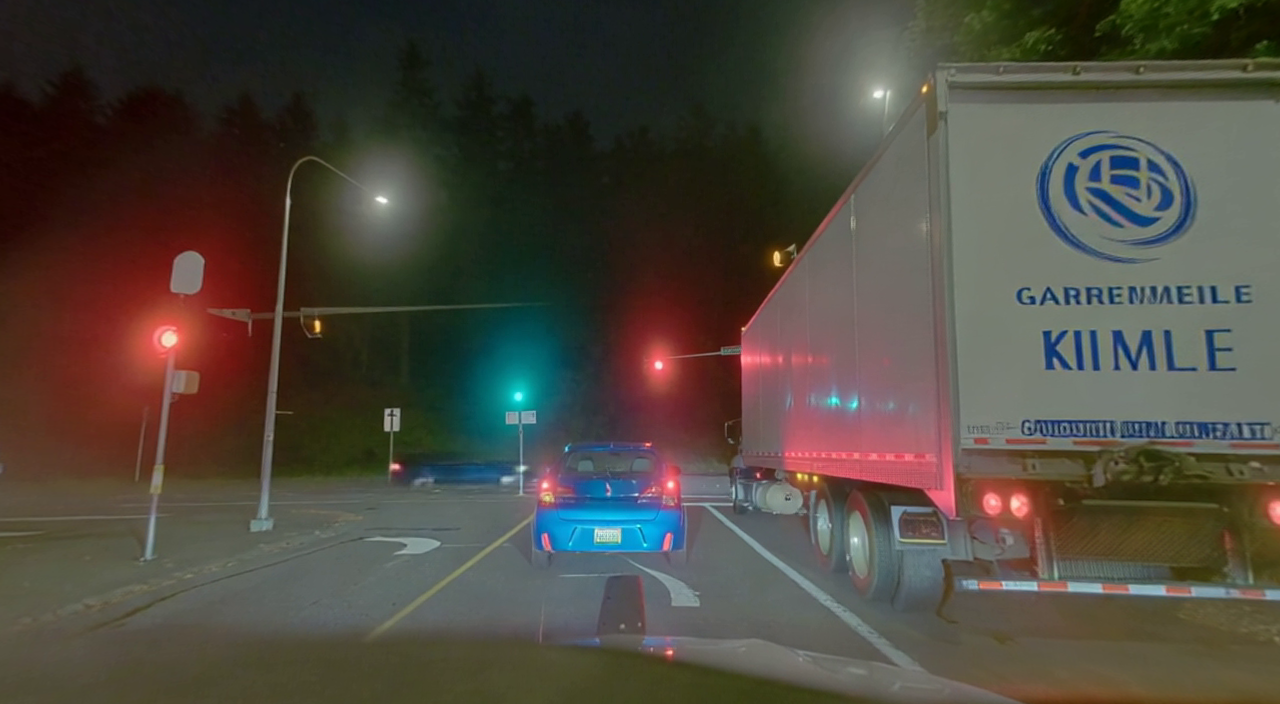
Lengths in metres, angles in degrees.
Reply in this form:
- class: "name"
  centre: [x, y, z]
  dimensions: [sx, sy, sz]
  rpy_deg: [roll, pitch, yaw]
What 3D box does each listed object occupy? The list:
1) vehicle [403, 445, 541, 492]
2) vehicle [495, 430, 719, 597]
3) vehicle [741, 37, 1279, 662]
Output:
- class: "vehicle"
  centre: [-6.242, 4.376, 23.989]
  dimensions: [4.839, 1.659, 1.877]
  rpy_deg: [1, -9, -8]
- class: "vehicle"
  centre: [-0.329, 1.709, 7.424]
  dimensions: [1.975, 1.457, 3.526]
  rpy_deg: [0, -9, -1]
- class: "vehicle"
  centre: [3.515, 0.595, 8.575]
  dimensions: [2.884, 3.753, 9.763]
  rpy_deg: [0, -9, 2]
